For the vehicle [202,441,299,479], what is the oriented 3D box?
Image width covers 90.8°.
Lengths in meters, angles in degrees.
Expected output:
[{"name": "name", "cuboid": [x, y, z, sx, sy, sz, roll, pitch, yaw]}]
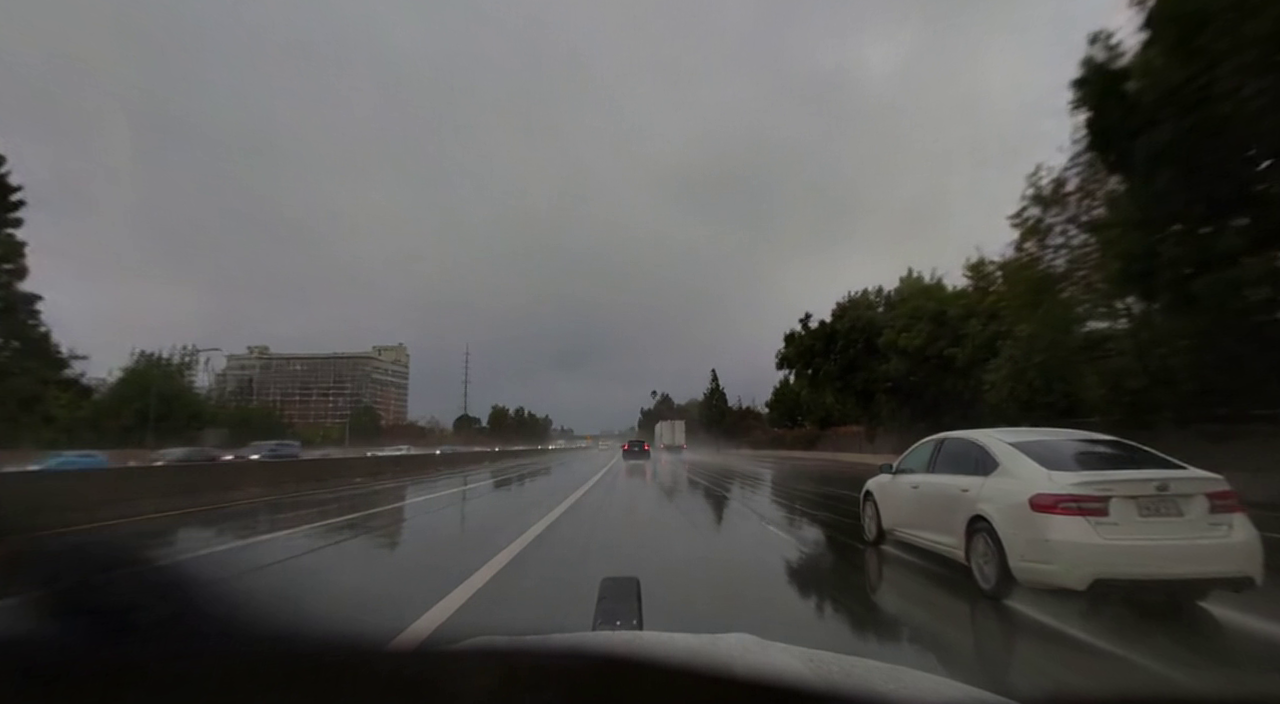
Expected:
[{"name": "vehicle", "cuboid": [-18.136, 5.031, 29.664, 1.863, 1.613, 4.092, 0, -8, 0]}]

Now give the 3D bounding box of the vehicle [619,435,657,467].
[{"name": "vehicle", "cuboid": [-0.166, 6.305, 40.359, 2.297, 1.912, 4.355, 0, -8, -1]}]

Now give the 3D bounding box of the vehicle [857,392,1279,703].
[{"name": "vehicle", "cuboid": [3.655, 1.324, 5.437, 1.950, 1.596, 4.326, 0, -8, -1]}]

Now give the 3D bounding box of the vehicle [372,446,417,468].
[{"name": "vehicle", "cuboid": [-18.103, 7.736, 46.691, 1.796, 1.505, 3.726, 0, -8, 0]}]

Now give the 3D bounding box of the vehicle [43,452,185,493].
[{"name": "vehicle", "cuboid": [-21.998, 5.029, 26.723, 1.986, 1.484, 4.683, 0, -9, 0]}]
